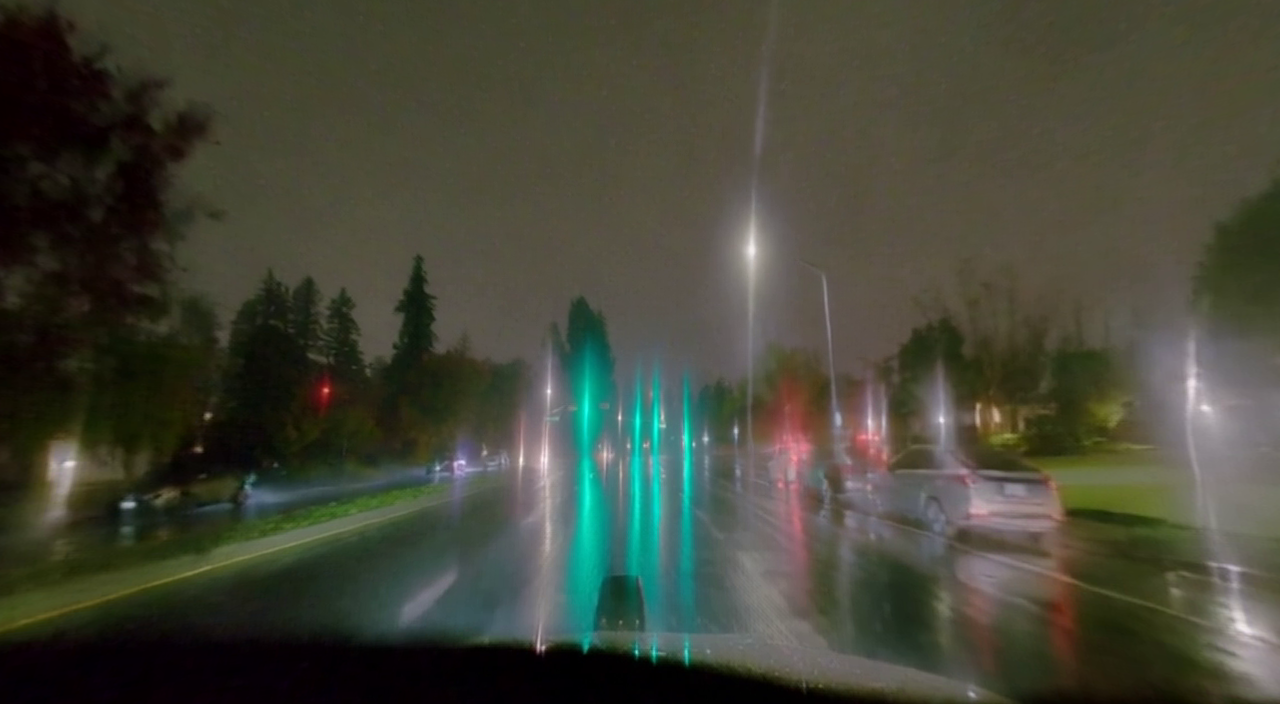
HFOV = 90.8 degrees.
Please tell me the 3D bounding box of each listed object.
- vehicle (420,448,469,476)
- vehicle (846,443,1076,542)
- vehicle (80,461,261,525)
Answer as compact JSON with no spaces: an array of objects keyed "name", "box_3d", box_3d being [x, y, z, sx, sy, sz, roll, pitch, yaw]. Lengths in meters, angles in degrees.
[{"name":"vehicle","box_3d":[-13.035,7.371,42.458,1.916,1.754,4.337,0,-8,-1]},{"name":"vehicle","box_3d":[5.565,2.447,11.757,1.875,1.466,4.355,0,-9,-2]},{"name":"vehicle","box_3d":[-12.817,3.824,17.669,1.812,1.454,4.351,0,-8,-2]}]
